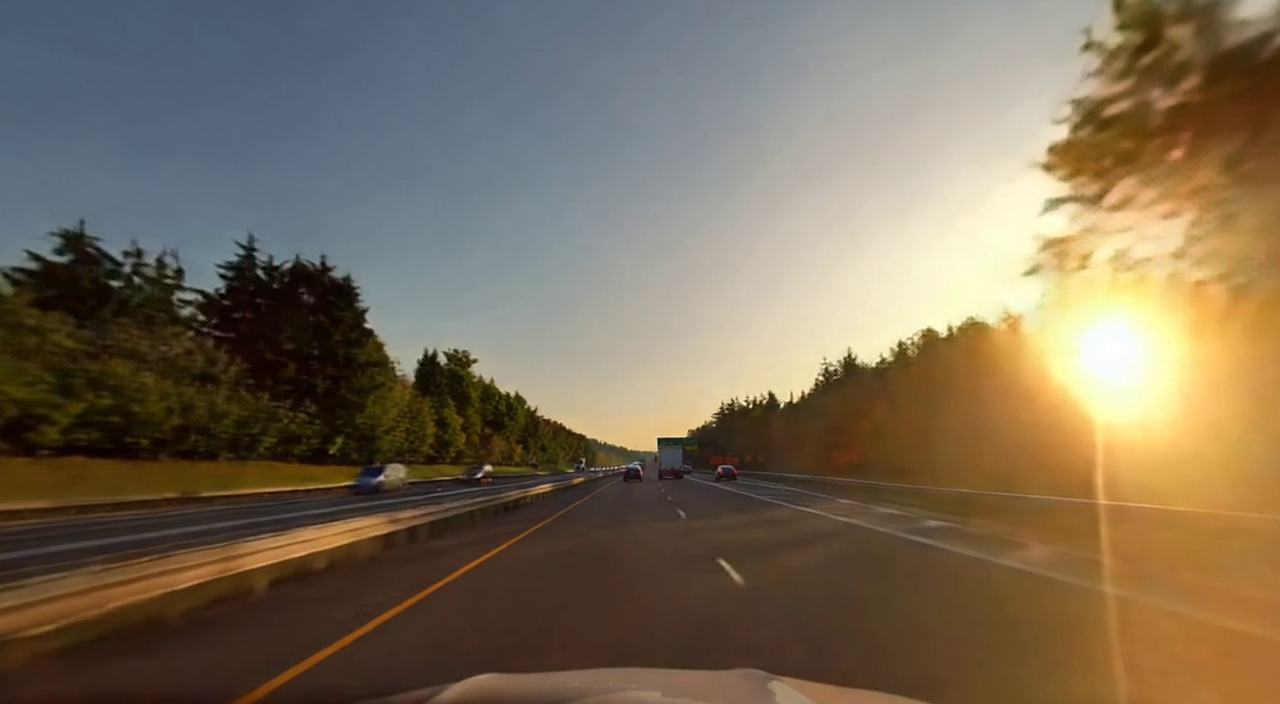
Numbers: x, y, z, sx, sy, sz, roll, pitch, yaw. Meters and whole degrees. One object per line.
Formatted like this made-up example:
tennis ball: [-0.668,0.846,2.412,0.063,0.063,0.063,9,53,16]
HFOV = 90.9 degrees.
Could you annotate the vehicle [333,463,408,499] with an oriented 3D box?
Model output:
vehicle: [-13.719,6.605,32.348,1.934,1.679,4.086,1,-10,0]

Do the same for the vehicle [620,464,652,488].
vehicle: [-0.276,8.118,41.280,2.025,1.452,3.927,1,-10,-1]

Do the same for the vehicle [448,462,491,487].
vehicle: [-13.197,9.519,48.994,2.114,1.757,4.350,1,-10,-1]
